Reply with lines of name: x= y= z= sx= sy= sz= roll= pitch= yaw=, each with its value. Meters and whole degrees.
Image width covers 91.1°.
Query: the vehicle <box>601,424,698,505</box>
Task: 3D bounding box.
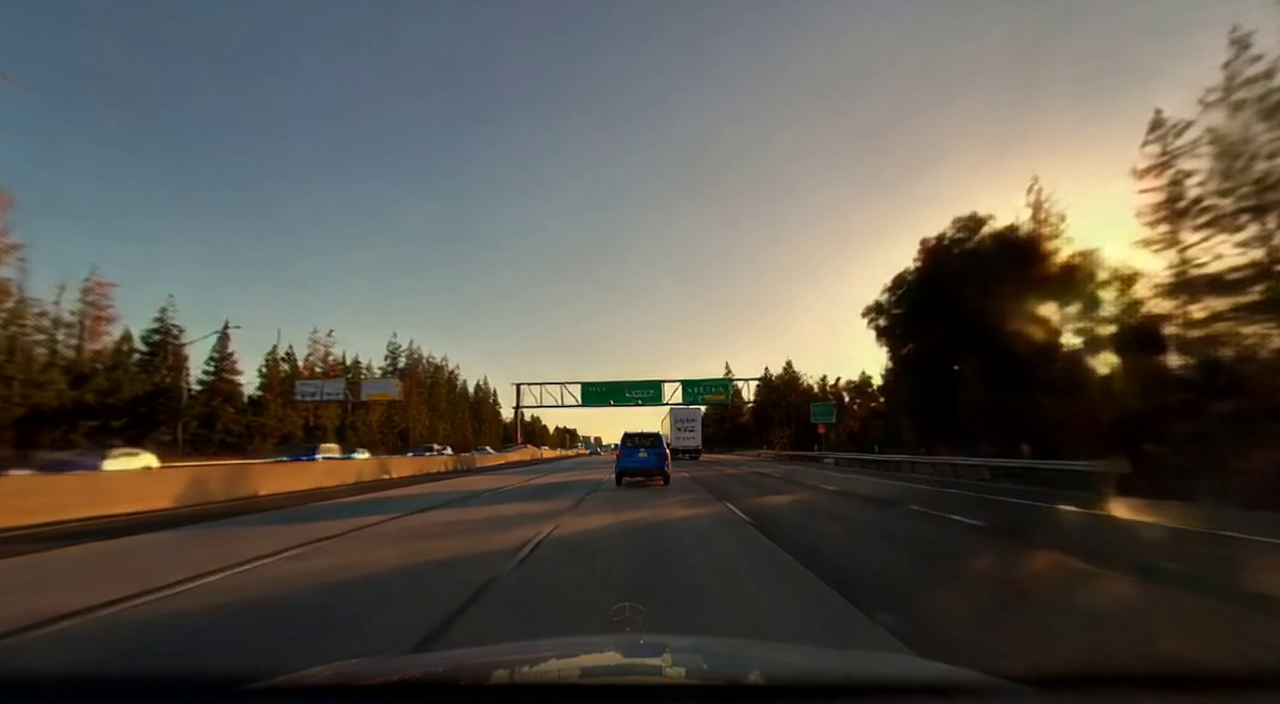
vehicle: x=0.237 y=2.688 z=15.415 sx=2.054 sy=1.706 sz=4.201 roll=0 pitch=-8 yaw=1

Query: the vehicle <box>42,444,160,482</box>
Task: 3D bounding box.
vehicle: x=-28.766 y=5.904 z=33.745 sx=2.069 sy=1.884 sz=4.746 roll=0 pitch=-8 yaw=0

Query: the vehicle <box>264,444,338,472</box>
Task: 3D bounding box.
vehicle: x=-22.229 y=6.942 z=41.398 sx=2.071 sy=1.723 sz=4.786 roll=-1 pitch=-8 yaw=2
